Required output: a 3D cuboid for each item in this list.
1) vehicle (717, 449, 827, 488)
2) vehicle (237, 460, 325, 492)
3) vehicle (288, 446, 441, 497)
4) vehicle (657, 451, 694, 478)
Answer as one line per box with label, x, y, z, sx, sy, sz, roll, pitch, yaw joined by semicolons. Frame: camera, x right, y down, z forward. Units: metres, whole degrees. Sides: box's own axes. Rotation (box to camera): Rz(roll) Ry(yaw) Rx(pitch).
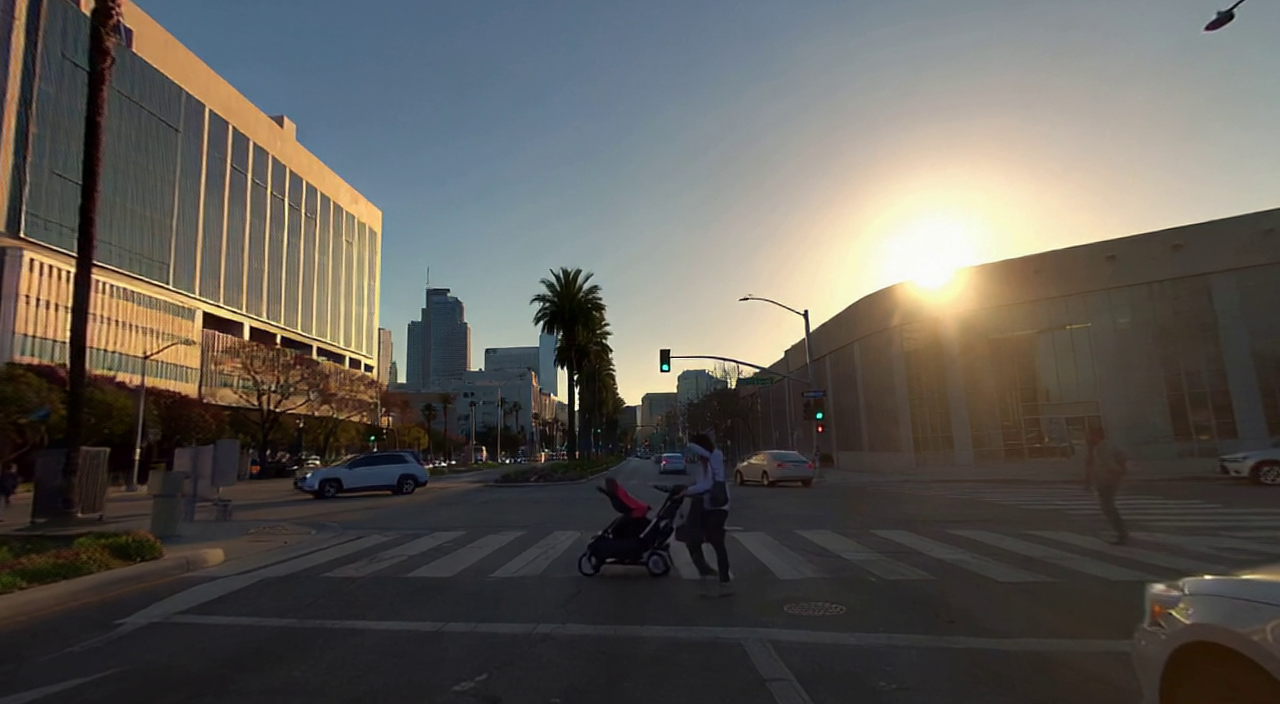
vehicle;5.762;5.066;27.864;4.273;1.525;2.000;-8;-12;43
vehicle;-19.954;6.864;35.397;2.069;1.540;4.774;0;-8;0
vehicle;-9.200;4.005;21.535;4.499;1.594;1.898;2;-9;-15
vehicle;2.530;8.252;46.663;2.325;1.810;4.827;0;-8;-2
